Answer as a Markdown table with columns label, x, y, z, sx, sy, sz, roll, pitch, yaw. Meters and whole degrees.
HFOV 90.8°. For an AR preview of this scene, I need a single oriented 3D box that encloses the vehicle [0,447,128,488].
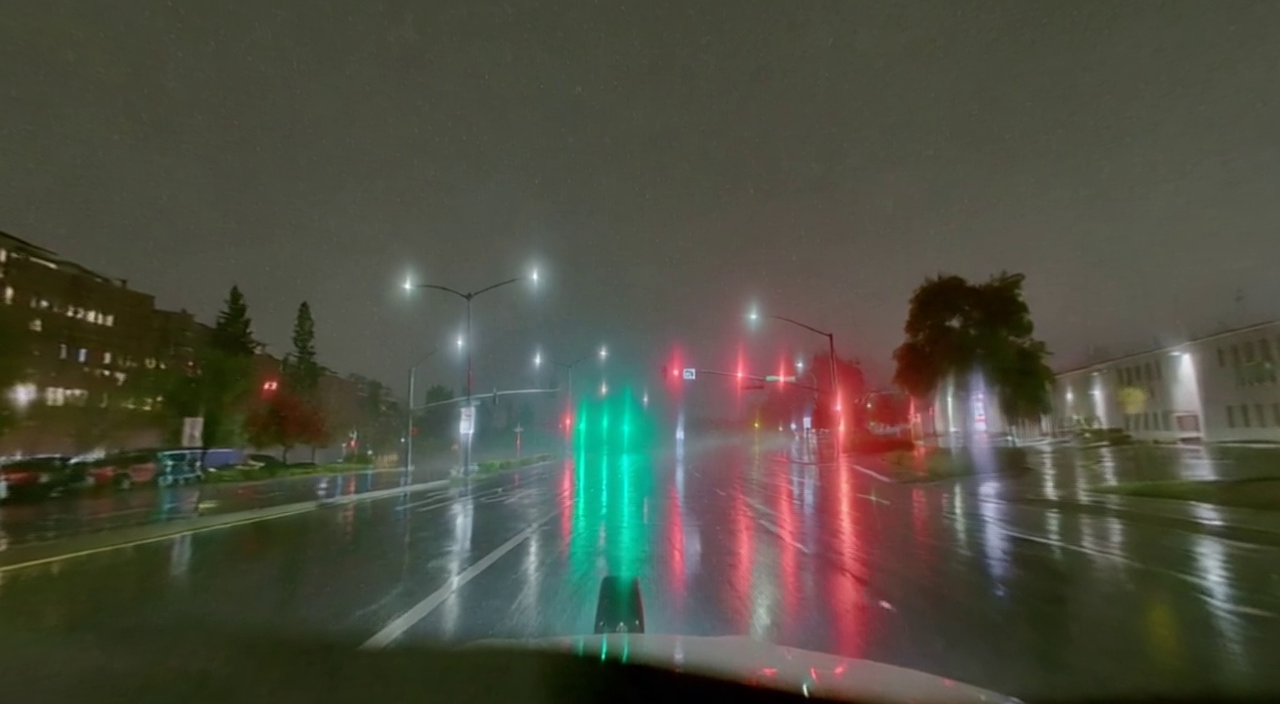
| label | x | y | z | sx | sy | sz | roll | pitch | yaw |
| --- | --- | --- | --- | --- | --- | --- | --- | --- | --- |
| vehicle | -28.698 | 5.629 | 30.967 | 5.248 | 1.758 | 2.122 | -1 | -8 | -3 |
